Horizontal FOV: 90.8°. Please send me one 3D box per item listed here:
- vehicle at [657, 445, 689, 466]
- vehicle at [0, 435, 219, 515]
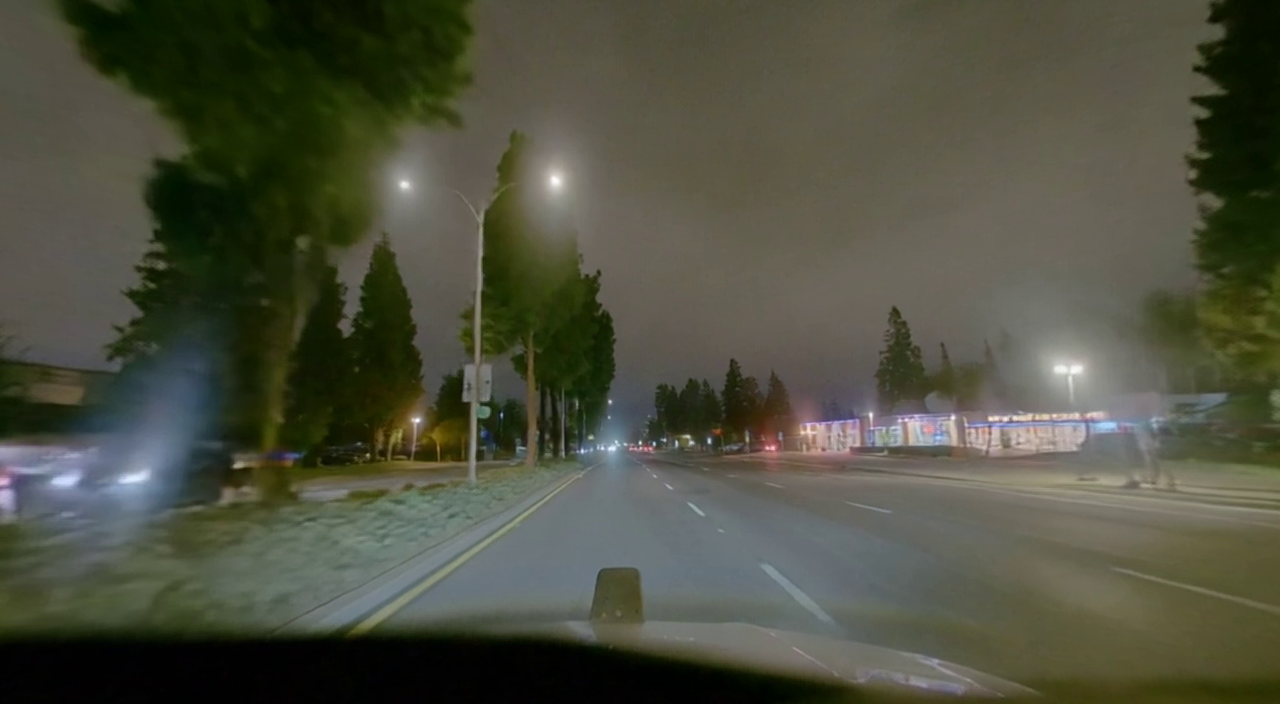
[{"bbox_3d":[2.504,7.979,48.818,1.913,1.473,4.360,0,-9,-4],"label":"vehicle"},{"bbox_3d":[-13.157,3.003,15.895,2.123,1.692,4.419,0,-9,-1],"label":"vehicle"}]
